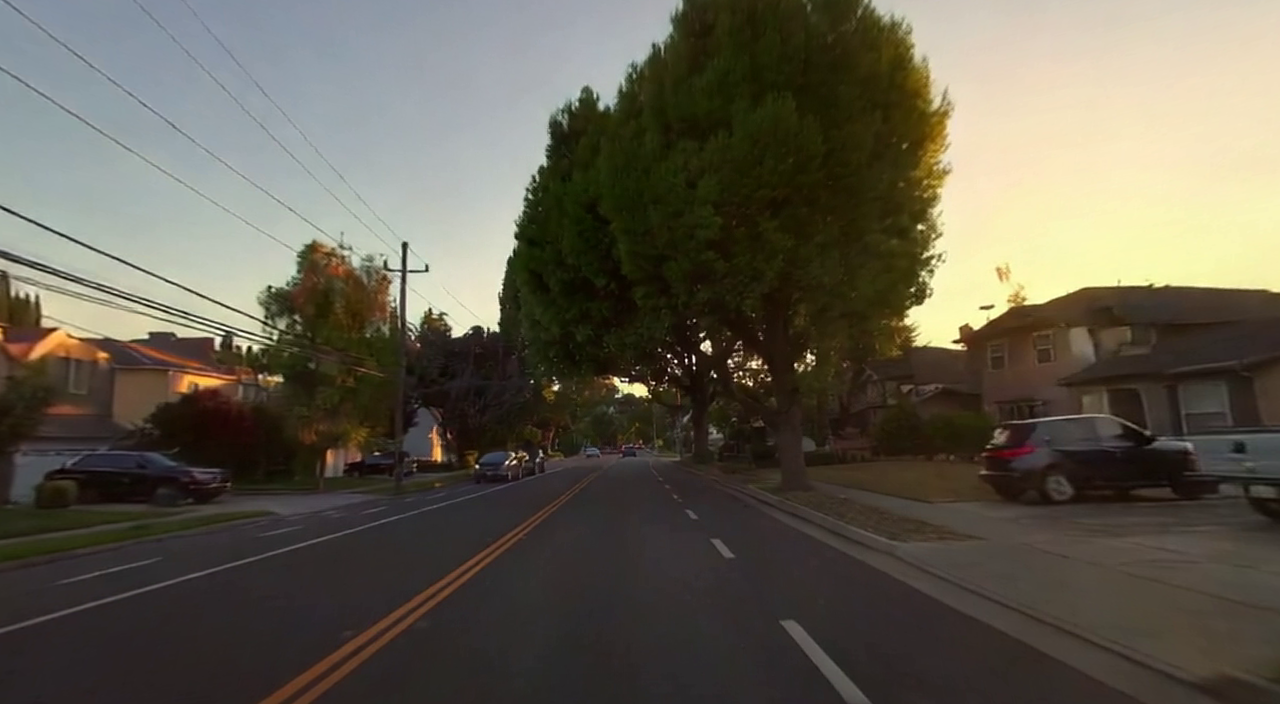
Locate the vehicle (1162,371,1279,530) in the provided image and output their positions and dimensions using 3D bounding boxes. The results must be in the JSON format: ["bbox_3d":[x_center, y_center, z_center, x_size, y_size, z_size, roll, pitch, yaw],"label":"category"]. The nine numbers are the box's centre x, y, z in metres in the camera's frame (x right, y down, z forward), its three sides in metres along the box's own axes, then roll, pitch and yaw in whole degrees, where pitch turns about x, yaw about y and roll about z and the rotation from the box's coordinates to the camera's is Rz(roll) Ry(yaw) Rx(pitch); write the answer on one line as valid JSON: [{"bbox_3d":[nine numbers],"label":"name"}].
[{"bbox_3d":[9.502,1.257,8.063,3.994,1.854,1.872,1,-9,-3],"label":"vehicle"}]

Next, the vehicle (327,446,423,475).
[{"bbox_3d":[-15.299,6.282,36.582,4.651,1.615,1.961,0,-9,1],"label":"vehicle"}]

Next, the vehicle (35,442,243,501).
[{"bbox_3d":[-15.126,3.612,19.295,4.501,1.689,2.106,0,-9,0],"label":"vehicle"}]

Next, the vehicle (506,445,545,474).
[{"bbox_3d":[-8.136,7.669,45.361,1.987,1.710,4.321,-4,-7,-1],"label":"vehicle"}]

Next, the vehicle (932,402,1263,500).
[{"bbox_3d":[9.248,2.050,13.204,5.212,1.853,2.062,0,-9,1],"label":"vehicle"}]
